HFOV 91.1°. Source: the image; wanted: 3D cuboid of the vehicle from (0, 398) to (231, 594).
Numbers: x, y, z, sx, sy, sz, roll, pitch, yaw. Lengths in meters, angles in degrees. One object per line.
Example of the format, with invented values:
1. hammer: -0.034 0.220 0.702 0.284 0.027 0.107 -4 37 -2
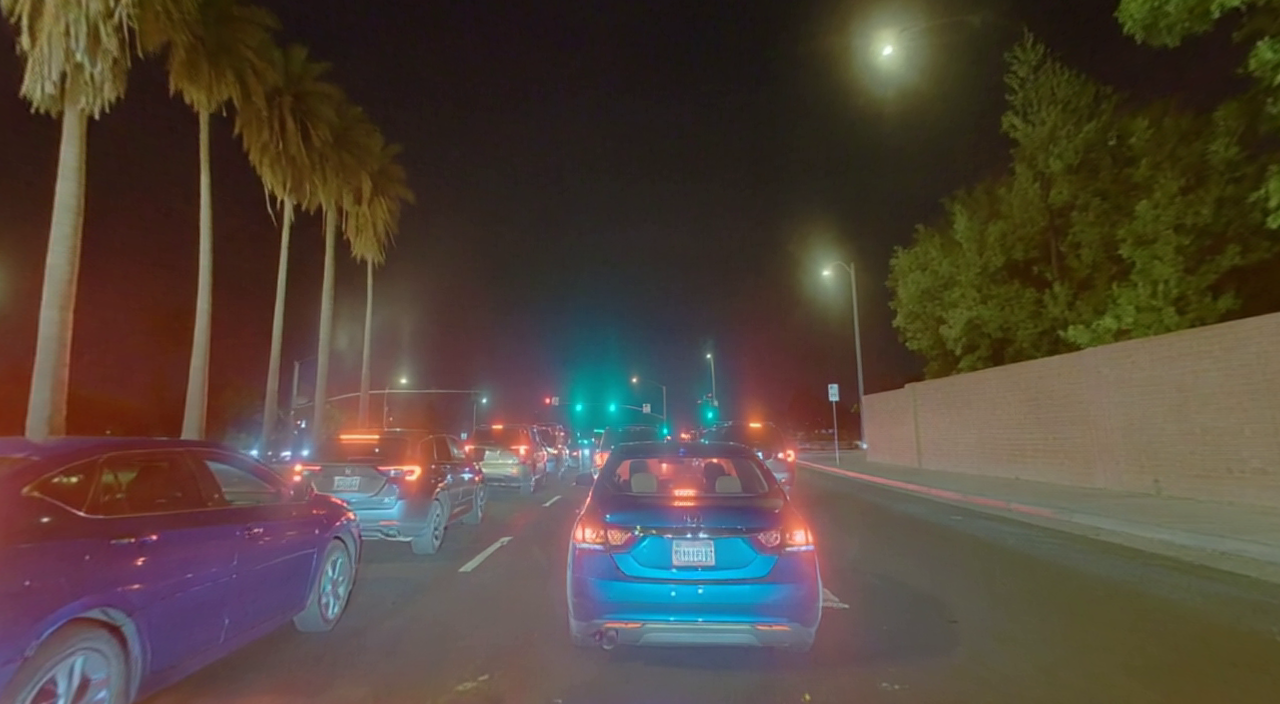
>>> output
1. vehicle: -6.669 1.401 6.393 1.963 1.721 4.662 0 -8 -2

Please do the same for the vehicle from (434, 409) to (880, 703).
1. vehicle: 0.039 1.333 5.202 2.128 1.473 4.272 0 -8 -1

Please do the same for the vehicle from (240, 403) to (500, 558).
1. vehicle: -3.538 1.774 9.283 2.055 1.746 4.136 0 -8 -1
